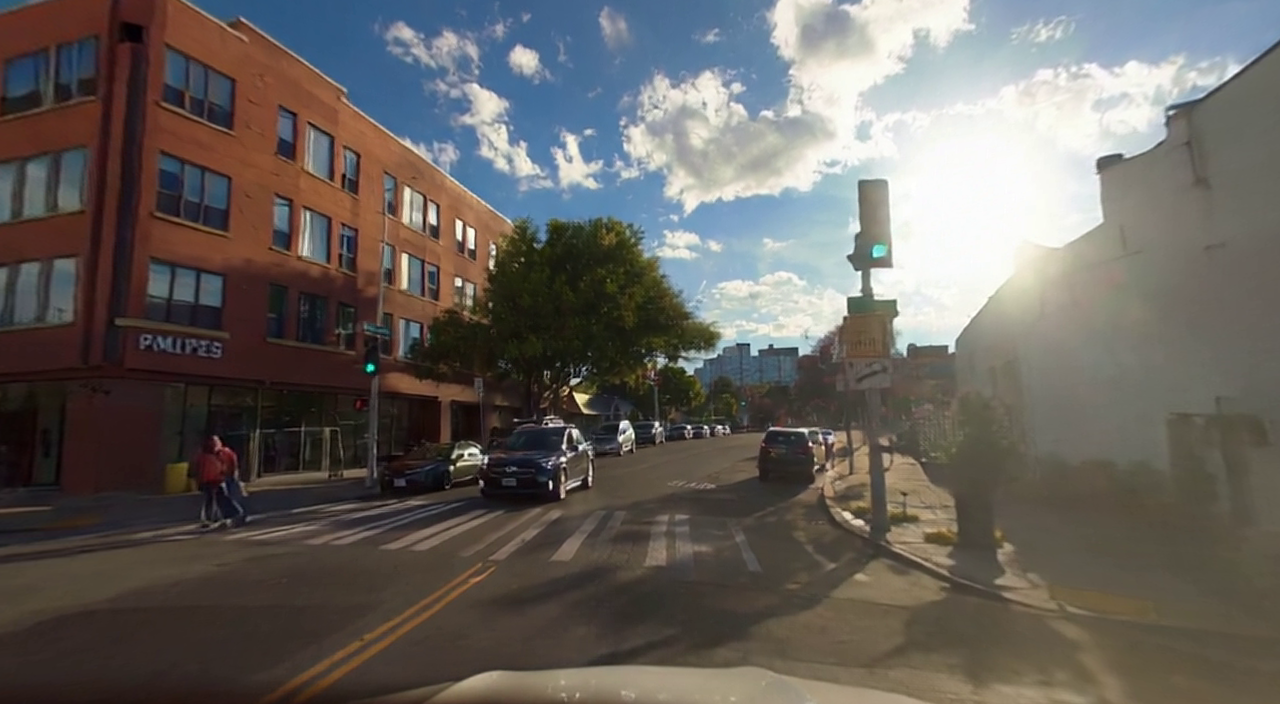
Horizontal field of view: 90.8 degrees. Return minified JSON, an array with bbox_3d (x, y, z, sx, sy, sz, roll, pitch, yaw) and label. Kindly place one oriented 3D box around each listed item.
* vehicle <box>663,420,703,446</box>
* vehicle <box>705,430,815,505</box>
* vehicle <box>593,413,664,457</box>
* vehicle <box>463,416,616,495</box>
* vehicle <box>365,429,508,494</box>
[{"bbox_3d":[3.387,6.218,48.977,1.948,1.693,4.325,-6,-6,18],"label":"vehicle"},{"bbox_3d":[2.980,2.615,14.883,1.892,1.481,4.365,-3,-8,19],"label":"vehicle"},{"bbox_3d":[-0.540,4.651,36.087,2.260,2.136,5.669,-6,-6,16],"label":"vehicle"},{"bbox_3d":[-2.384,2.639,16.529,2.181,1.723,4.692,-2,-8,15],"label":"vehicle"},{"bbox_3d":[-6.057,3.272,19.376,1.933,1.461,4.393,-7,-6,17],"label":"vehicle"}]
